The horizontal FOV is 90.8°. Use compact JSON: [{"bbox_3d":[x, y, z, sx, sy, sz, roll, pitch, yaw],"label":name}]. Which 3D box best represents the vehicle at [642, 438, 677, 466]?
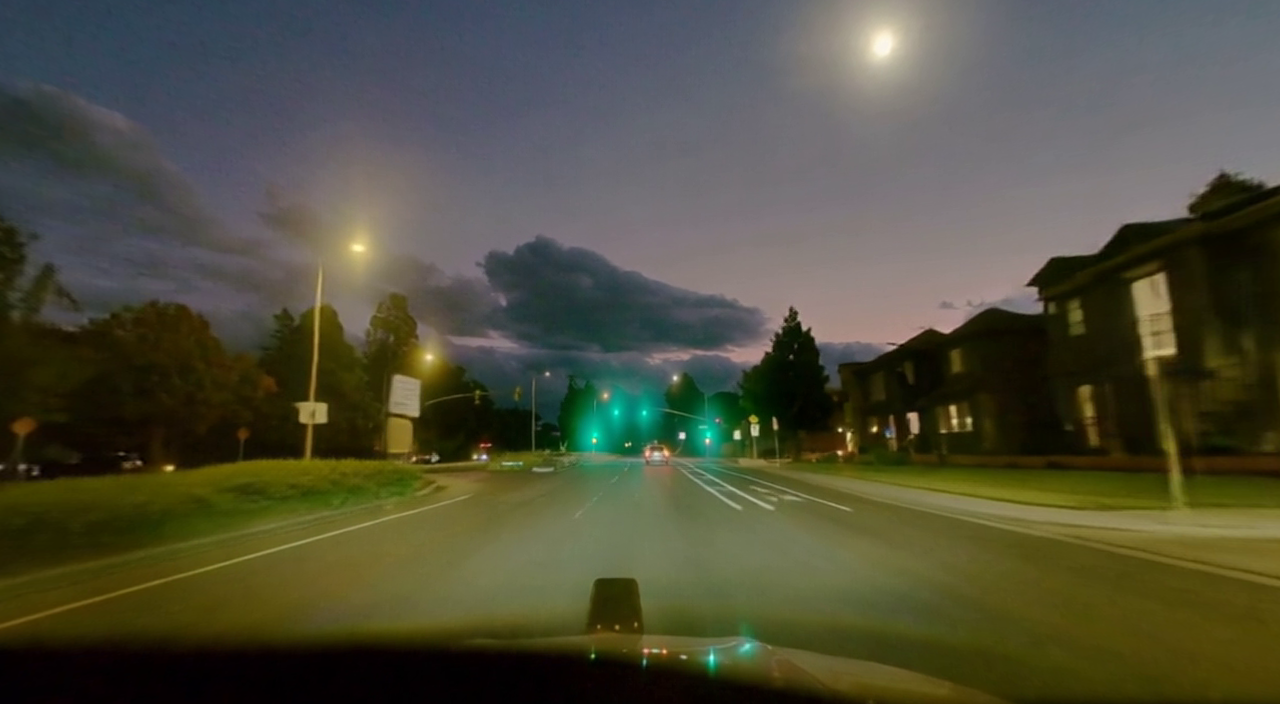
[{"bbox_3d":[1.352,7.156,45.463,2.273,1.851,5.075,0,-9,-1],"label":"vehicle"}]

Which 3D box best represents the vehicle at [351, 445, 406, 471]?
[{"bbox_3d":[-19.102,7.782,46.431,1.963,1.782,4.520,0,-9,2],"label":"vehicle"}]

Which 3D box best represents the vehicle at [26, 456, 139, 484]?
[{"bbox_3d":[-32.734,6.908,37.263,2.057,1.447,4.433,-4,-9,21],"label":"vehicle"}]
